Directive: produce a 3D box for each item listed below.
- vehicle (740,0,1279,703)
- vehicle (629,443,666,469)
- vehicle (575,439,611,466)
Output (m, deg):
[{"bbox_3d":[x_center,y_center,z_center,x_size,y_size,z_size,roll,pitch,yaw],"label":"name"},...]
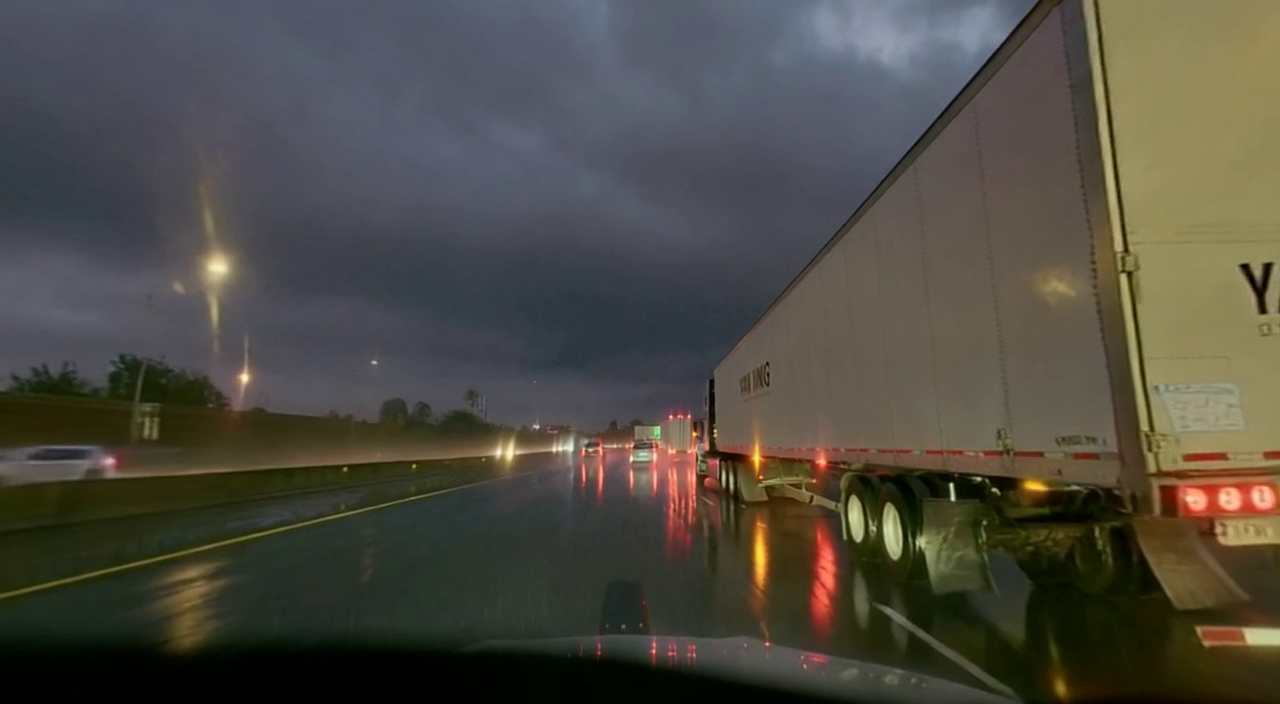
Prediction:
[{"bbox_3d":[3.921,0.583,9.387,2.821,4.077,12.562,0,-9,0],"label":"vehicle"},{"bbox_3d":[0.438,6.144,37.393,2.063,1.469,4.208,0,-9,0],"label":"vehicle"},{"bbox_3d":[-3.153,6.862,42.988,2.058,1.711,4.226,-1,-9,1],"label":"vehicle"}]
